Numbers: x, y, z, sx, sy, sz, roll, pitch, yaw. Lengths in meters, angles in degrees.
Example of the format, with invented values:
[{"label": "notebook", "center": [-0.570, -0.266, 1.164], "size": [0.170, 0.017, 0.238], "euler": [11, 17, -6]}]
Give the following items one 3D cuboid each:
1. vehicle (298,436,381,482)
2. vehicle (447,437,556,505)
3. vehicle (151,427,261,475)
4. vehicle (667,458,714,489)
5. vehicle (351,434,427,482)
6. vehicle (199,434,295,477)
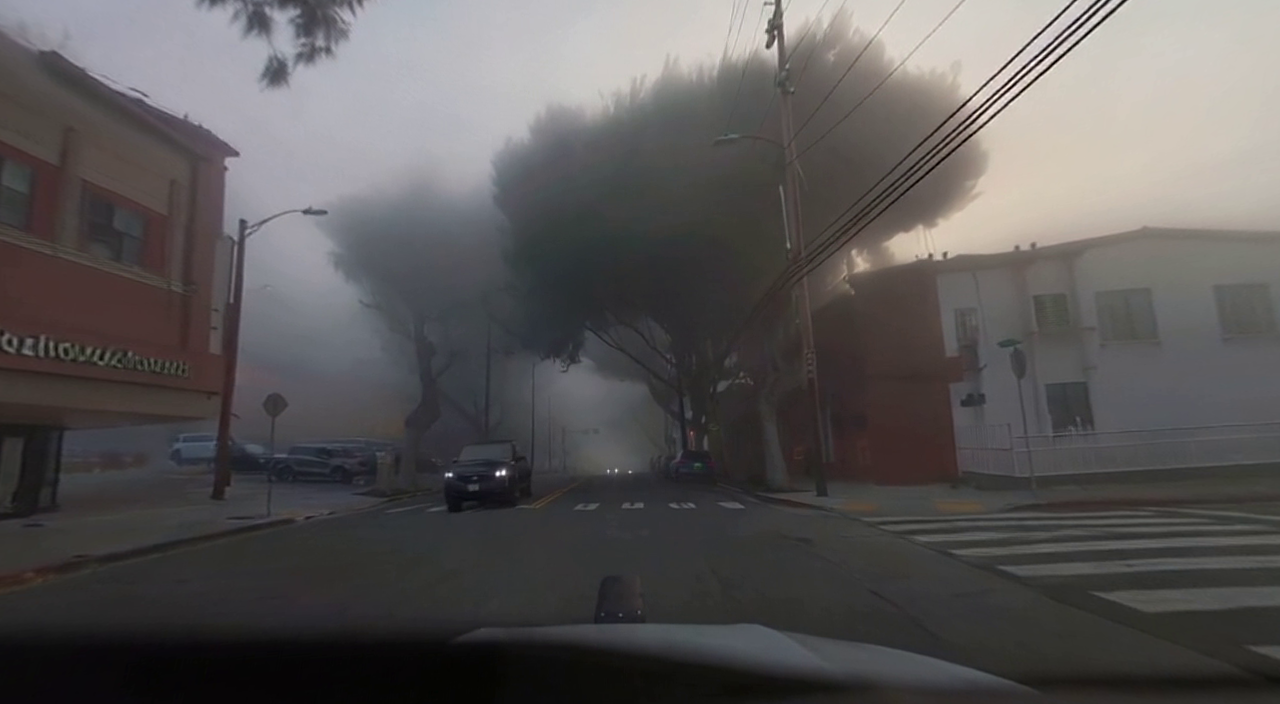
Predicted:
[{"label": "vehicle", "center": [-19.022, 6.713, 40.434], "size": [2.256, 2.668, 5.979], "euler": [0, -7, 1]}, {"label": "vehicle", "center": [-4.367, 3.836, 20.920], "size": [2.495, 1.966, 4.846], "euler": [0, -8, 0]}, {"label": "vehicle", "center": [-27.649, 6.334, 40.684], "size": [2.249, 2.760, 6.636], "euler": [0, -8, 0]}, {"label": "vehicle", "center": [2.502, 6.180, 32.307], "size": [1.877, 1.373, 3.854], "euler": [0, -8, -3]}, {"label": "vehicle", "center": [-16.089, 6.843, 40.965], "size": [2.715, 2.789, 6.225], "euler": [0, -9, -5]}, {"label": "vehicle", "center": [-24.945, 6.593, 40.464], "size": [2.288, 2.514, 5.886], "euler": [0, -8, 0]}]
